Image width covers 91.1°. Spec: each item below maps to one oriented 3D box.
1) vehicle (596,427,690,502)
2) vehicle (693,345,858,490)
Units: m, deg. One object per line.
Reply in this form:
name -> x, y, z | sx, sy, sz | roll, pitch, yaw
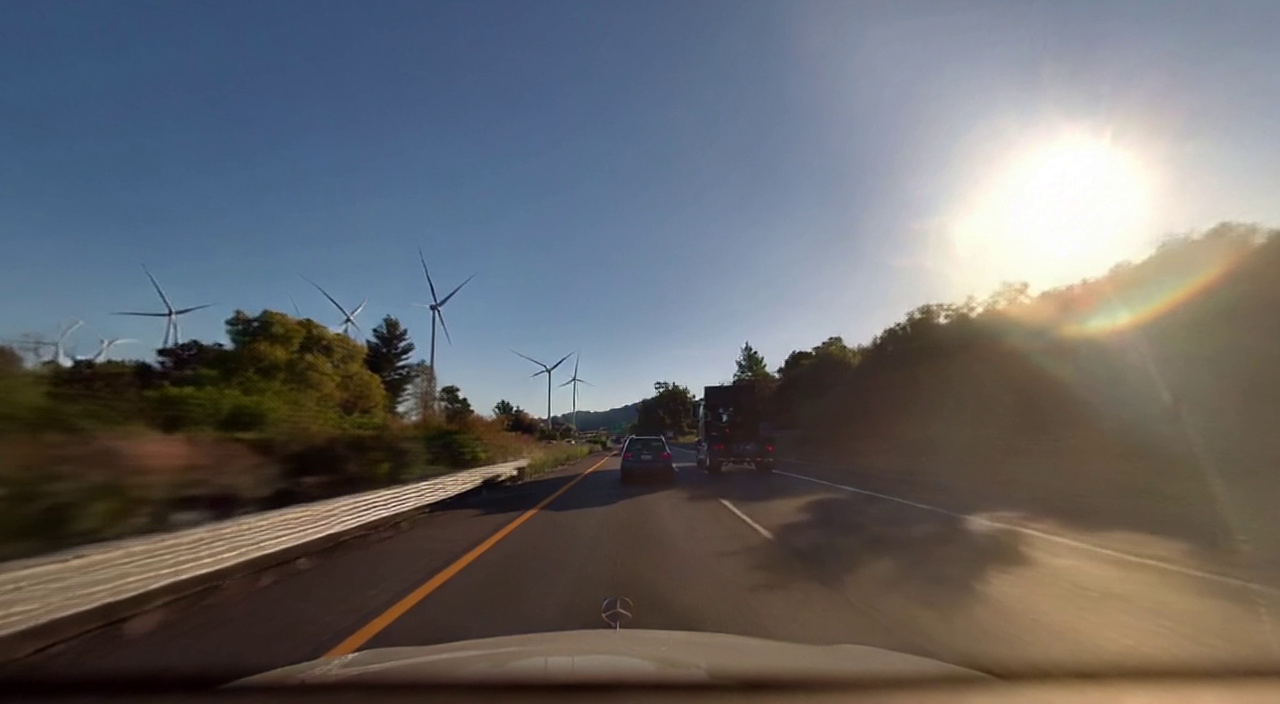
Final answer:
vehicle -> 0.042, 2.733, 15.844 | 2.038, 1.624, 4.312 | 0, -8, -1
vehicle -> 4.453, 2.811, 25.344 | 3.129, 4.126, 14.913 | 0, -8, -1
